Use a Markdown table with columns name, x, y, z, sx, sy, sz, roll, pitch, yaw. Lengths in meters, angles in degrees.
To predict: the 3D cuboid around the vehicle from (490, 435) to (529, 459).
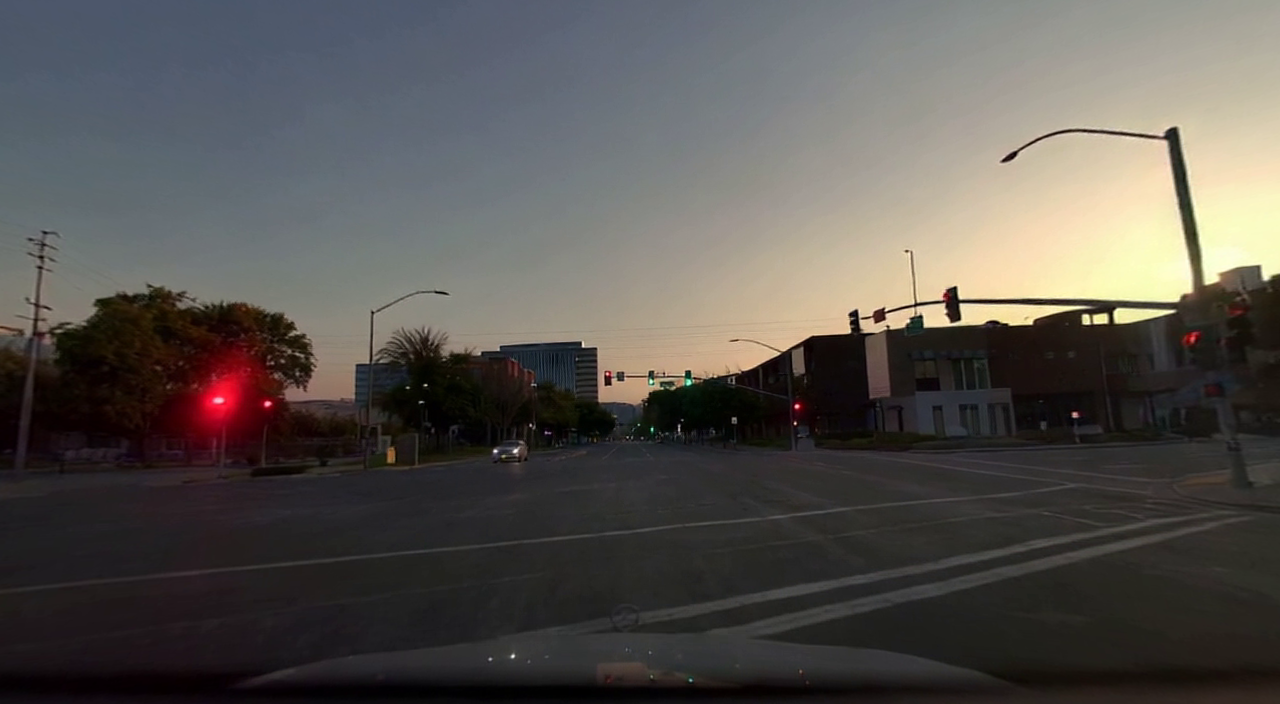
| name | x | y | z | sx | sy | sz | roll | pitch | yaw |
| --- | --- | --- | --- | --- | --- | --- | --- | --- | --- |
| vehicle | -9.710 | 7.087 | 47.213 | 1.988 | 1.692 | 4.412 | 0 | -8 | 0 |
